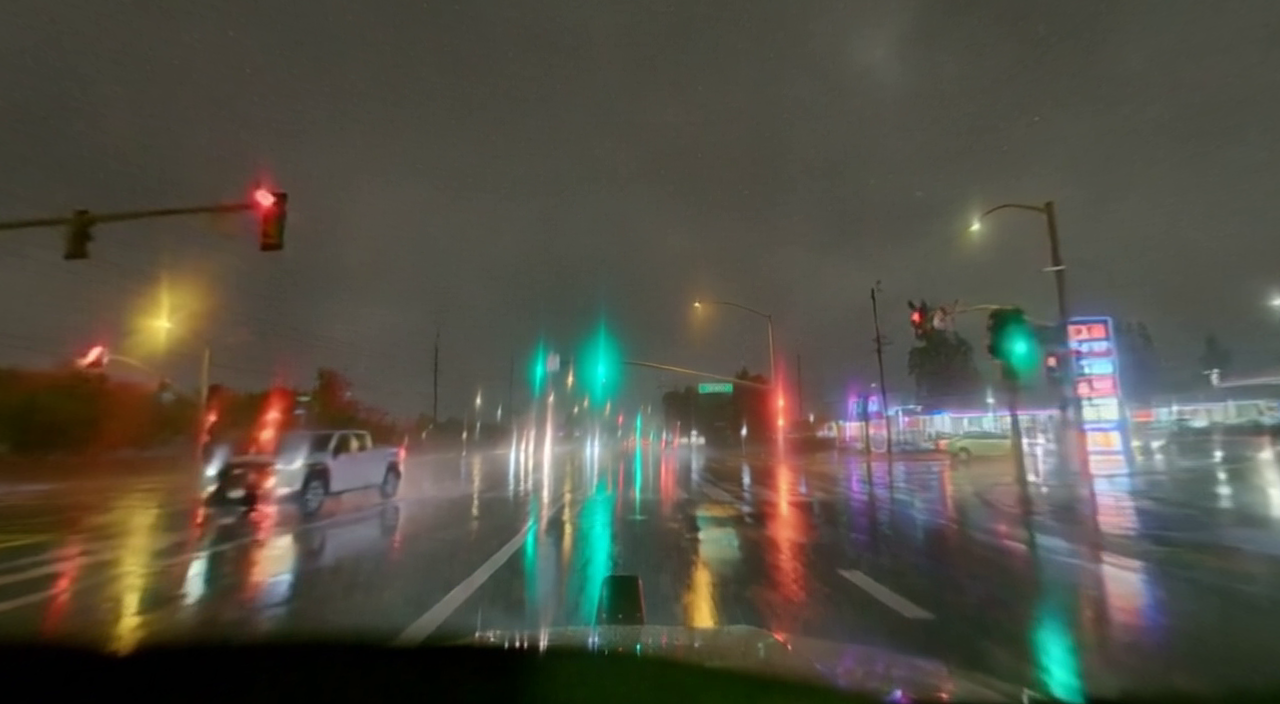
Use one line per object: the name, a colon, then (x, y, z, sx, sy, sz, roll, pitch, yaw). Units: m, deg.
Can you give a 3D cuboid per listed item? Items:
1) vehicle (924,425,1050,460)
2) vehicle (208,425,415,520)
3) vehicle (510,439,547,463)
vehicle: (16.451, 4.322, 30.131, 4.727, 1.585, 2.066, 0, -8, 1)
vehicle: (-6.673, 2.485, 13.540, 2.074, 1.692, 4.333, 0, -8, 0)
vehicle: (-8.536, 7.610, 48.766, 1.946, 1.710, 5.044, -2, -8, 0)
